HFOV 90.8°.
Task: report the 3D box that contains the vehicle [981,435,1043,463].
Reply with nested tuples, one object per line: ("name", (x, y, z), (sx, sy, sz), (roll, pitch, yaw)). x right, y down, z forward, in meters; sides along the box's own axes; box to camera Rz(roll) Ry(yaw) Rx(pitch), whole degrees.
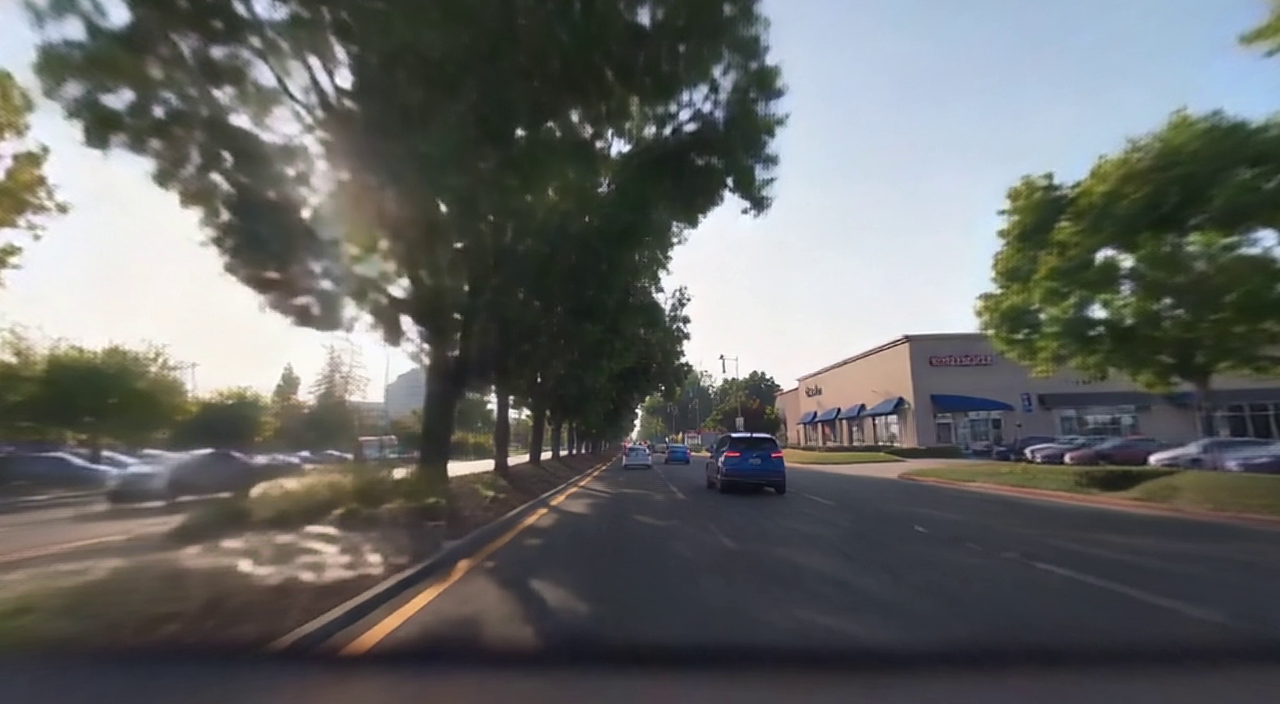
("vehicle", (25.089, 6.568, 42.823), (1.788, 1.741, 4.278), (-1, -8, 4))

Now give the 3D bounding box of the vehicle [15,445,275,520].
("vehicle", (-11.573, 3.038, 15.507), (1.971, 1.481, 5.500), (0, -8, 0))

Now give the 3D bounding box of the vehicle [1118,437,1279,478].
("vehicle", (20.547, 3.836, 23.121), (4.451, 1.400, 2.108), (0, -8, -2))

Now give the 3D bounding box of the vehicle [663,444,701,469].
("vehicle", (2.569, 6.440, 39.149), (1.970, 1.402, 3.756), (0, -8, -2))

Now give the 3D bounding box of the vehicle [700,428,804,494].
("vehicle", (3.332, 3.366, 19.874), (2.140, 1.811, 4.593), (0, -8, -4))

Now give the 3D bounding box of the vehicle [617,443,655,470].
("vehicle", (-0.279, 5.984, 36.242), (2.056, 1.440, 3.798), (0, -8, -1))
